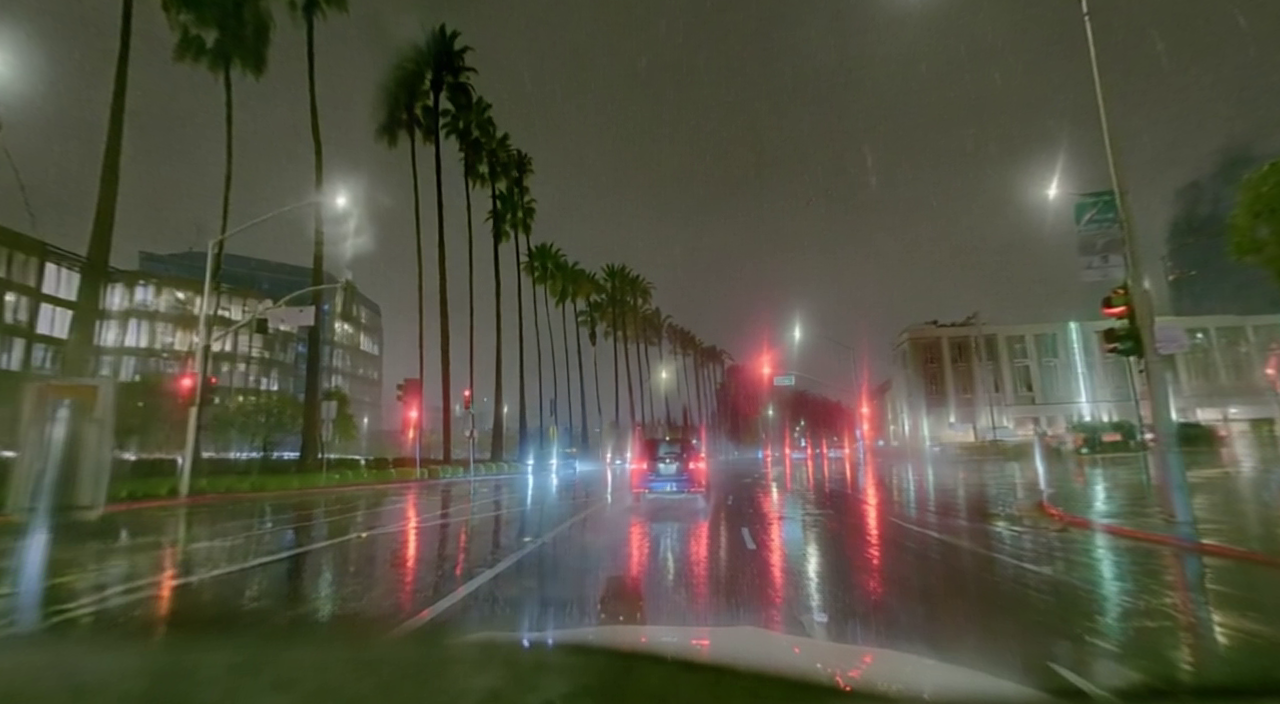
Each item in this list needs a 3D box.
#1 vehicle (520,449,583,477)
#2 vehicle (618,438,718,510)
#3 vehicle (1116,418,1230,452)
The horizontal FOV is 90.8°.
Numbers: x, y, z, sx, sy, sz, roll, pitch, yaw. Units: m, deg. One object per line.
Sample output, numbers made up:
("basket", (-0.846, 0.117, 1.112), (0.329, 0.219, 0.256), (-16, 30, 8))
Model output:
("vehicle", (-4.999, 6.381, 36.483), (2.012, 1.467, 4.592), (-2, -9, 13))
("vehicle", (0.820, 2.895, 15.420), (2.096, 1.492, 4.071), (-1, -9, 7))
("vehicle", (30.458, 4.777, 36.161), (5.049, 1.861, 2.081), (1, -9, -10))
